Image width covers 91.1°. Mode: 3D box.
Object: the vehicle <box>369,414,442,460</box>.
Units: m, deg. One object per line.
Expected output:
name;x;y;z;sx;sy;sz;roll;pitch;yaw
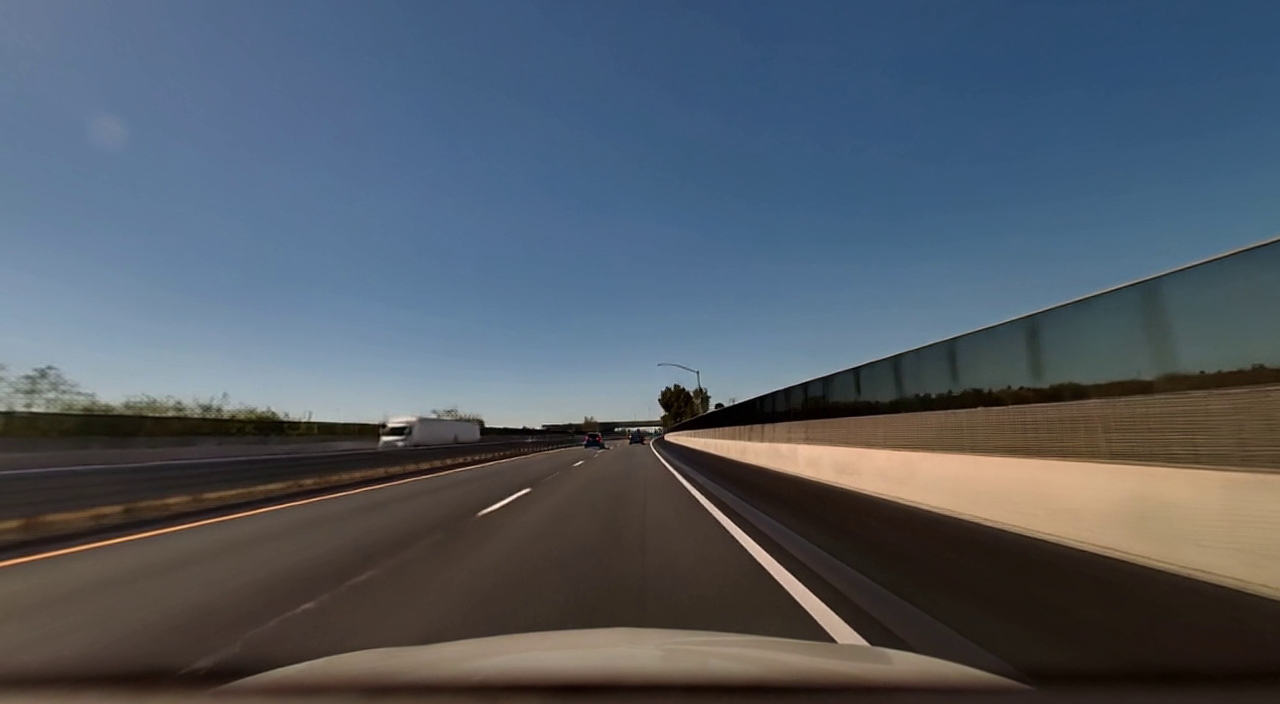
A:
vehicle;-17.791;6.527;48.302;2.875;3.201;7.109;0;-8;0
